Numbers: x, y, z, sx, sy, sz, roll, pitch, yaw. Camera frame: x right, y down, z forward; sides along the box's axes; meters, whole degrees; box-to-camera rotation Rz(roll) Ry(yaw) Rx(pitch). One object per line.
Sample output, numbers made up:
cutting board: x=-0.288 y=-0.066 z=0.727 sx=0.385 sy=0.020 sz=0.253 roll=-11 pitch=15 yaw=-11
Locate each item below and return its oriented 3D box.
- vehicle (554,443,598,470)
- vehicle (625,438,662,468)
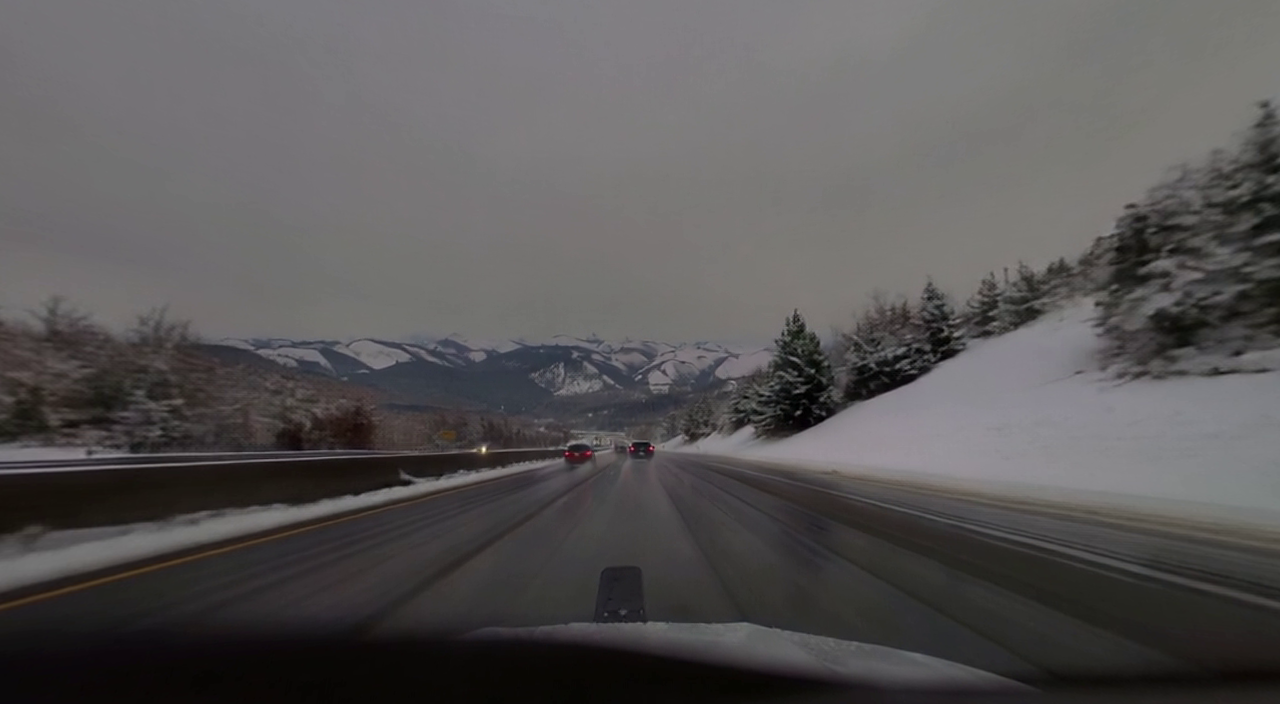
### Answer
vehicle: x=-3.745 y=6.182 z=37.254 sx=2.082 sy=1.485 sz=4.237 roll=0 pitch=-8 yaw=1
vehicle: x=0.251 y=6.599 z=41.217 sx=2.272 sy=1.836 sz=4.866 roll=0 pitch=-8 yaw=0
